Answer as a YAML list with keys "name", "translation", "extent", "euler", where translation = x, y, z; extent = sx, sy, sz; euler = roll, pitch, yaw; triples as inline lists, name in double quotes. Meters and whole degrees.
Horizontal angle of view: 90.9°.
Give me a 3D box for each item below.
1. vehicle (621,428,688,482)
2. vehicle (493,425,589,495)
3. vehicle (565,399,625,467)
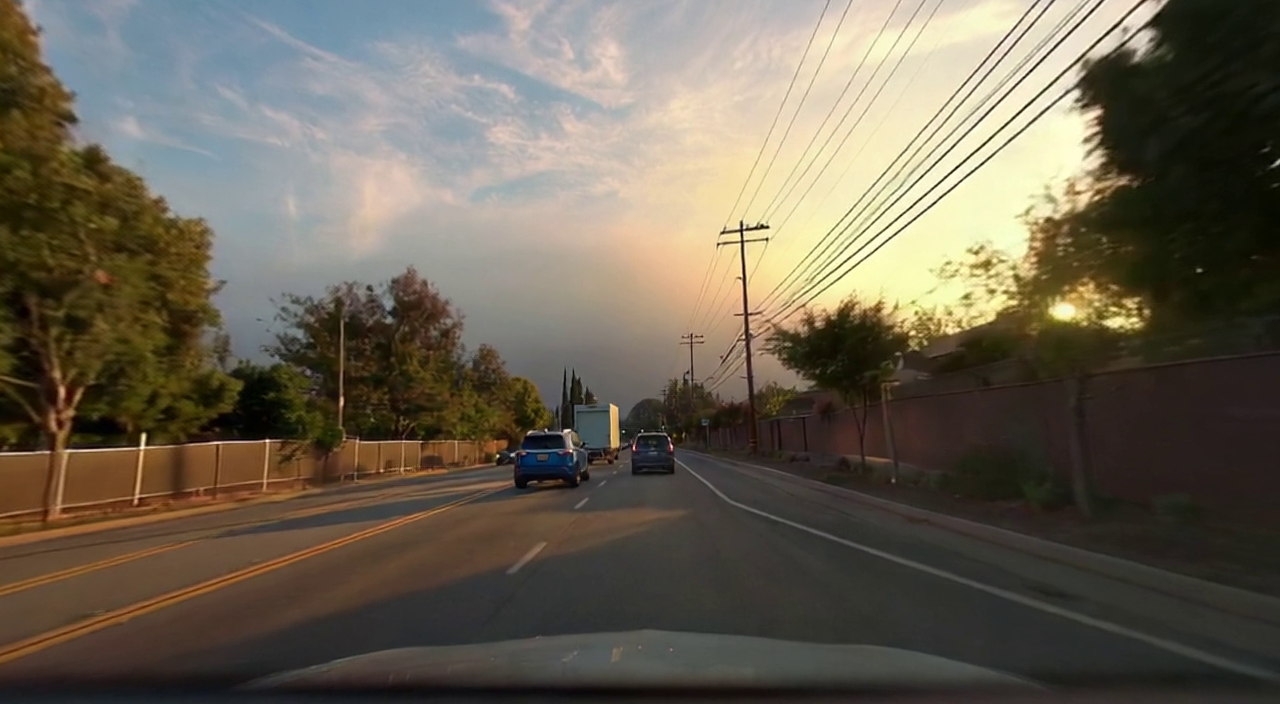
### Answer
- name: "vehicle"
  translation: [0.480, 3.707, 22.976]
  extent: [2.174, 1.749, 4.113]
  euler: [-1, -8, 0]
- name: "vehicle"
  translation: [-2.865, 3.257, 19.347]
  extent: [2.093, 1.832, 4.508]
  euler: [-1, -8, 2]
- name: "vehicle"
  translation: [-2.597, 5.231, 40.053]
  extent: [2.928, 3.658, 10.953]
  euler: [-1, -8, 0]
